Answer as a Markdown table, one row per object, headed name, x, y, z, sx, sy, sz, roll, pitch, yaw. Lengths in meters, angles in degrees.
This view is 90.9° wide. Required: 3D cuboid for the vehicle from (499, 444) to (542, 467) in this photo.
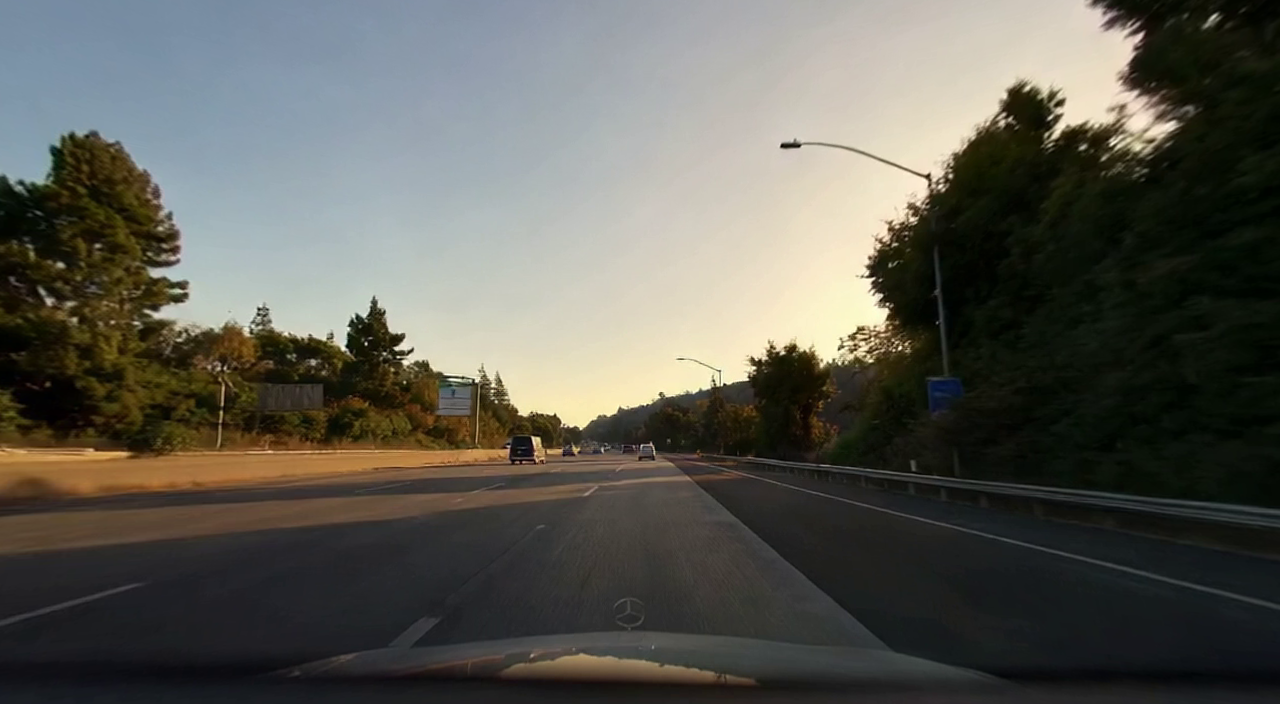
| name | x | y | z | sx | sy | sz | roll | pitch | yaw |
| --- | --- | --- | --- | --- | --- | --- | --- | --- | --- |
| vehicle | -8.471 | 7.372 | 44.982 | 1.983 | 1.532 | 4.424 | 0 | -8 | 3 |
